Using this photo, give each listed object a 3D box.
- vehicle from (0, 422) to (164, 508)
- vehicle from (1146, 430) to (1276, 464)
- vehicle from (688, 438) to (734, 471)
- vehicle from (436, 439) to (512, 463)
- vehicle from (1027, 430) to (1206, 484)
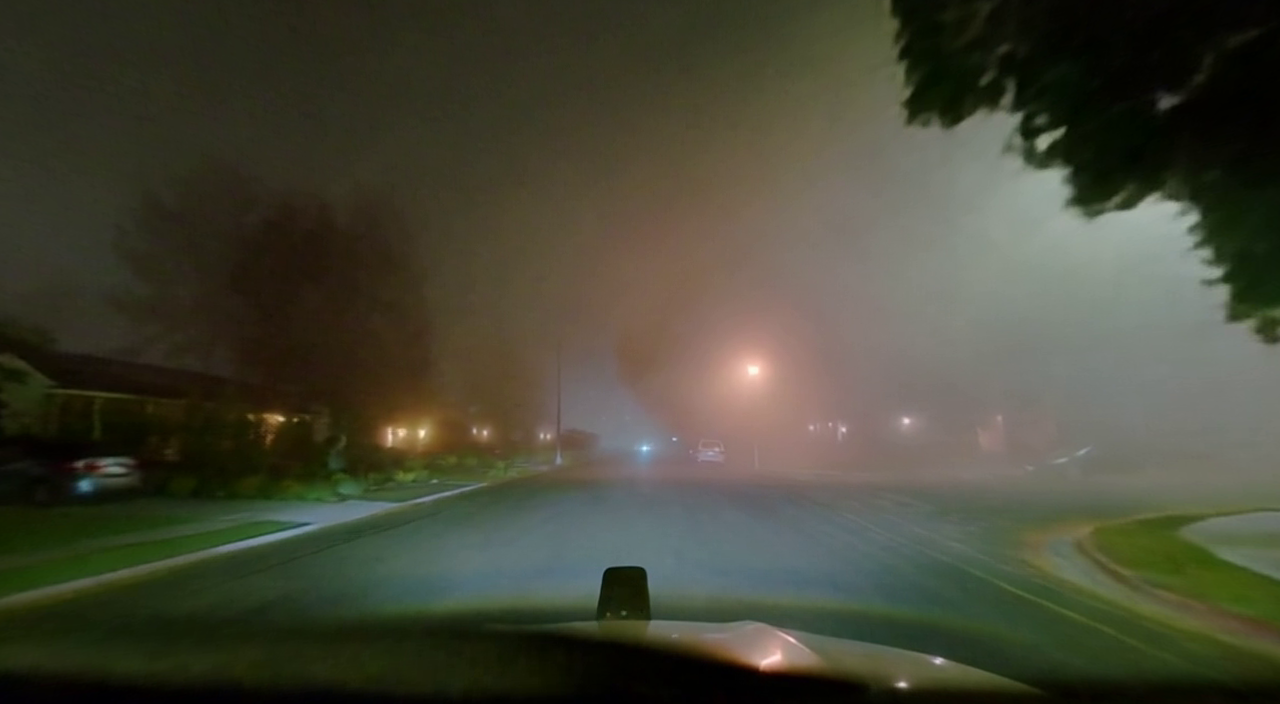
[{"bbox_3d":[-13.277,2.380,13.460,4.543,1.691,1.957,0,-8,-1],"label":"vehicle"},{"bbox_3d":[27.772,4.655,30.908,2.009,1.538,4.676,0,-8,0],"label":"vehicle"},{"bbox_3d":[4.072,5.968,36.886,2.046,1.760,4.570,0,-8,-1],"label":"vehicle"},{"bbox_3d":[-12.178,7.250,46.319,4.906,1.564,1.988,0,-8,7],"label":"vehicle"},{"bbox_3d":[17.547,3.883,23.478,4.681,1.810,2.249,-2,-8,5],"label":"vehicle"}]
